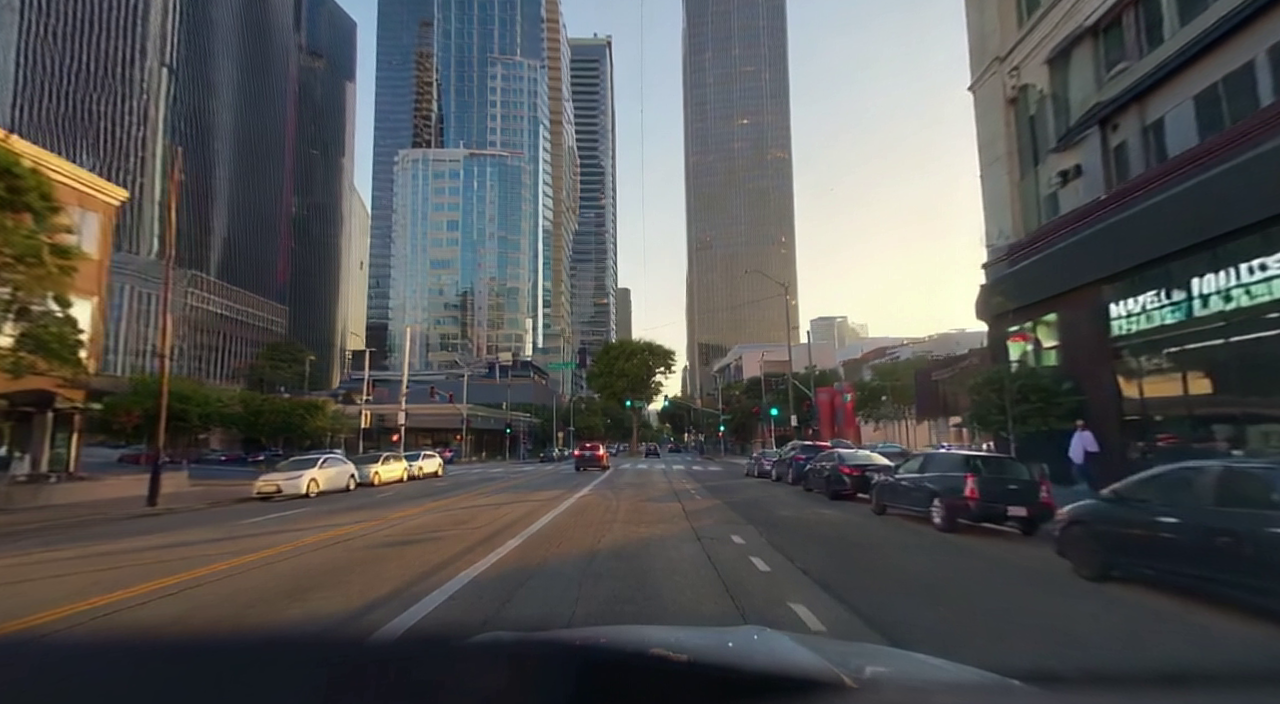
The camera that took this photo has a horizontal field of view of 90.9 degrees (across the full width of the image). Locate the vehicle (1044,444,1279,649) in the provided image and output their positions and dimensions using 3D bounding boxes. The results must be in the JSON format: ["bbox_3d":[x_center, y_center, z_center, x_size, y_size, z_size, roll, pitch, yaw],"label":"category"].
[{"bbox_3d":[5.786,1.511,4.979,1.994,1.511,4.788,1,-8,-1],"label":"vehicle"}]

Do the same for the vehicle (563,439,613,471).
[{"bbox_3d":[-2.537,5.205,31.978,2.014,1.480,4.780,0,-8,2],"label":"vehicle"}]

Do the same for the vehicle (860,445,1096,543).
[{"bbox_3d":[5.949,2.507,11.906,1.967,1.460,4.558,0,-8,1],"label":"vehicle"}]

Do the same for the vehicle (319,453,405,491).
[{"bbox_3d":[-12.039,5.201,27.677,1.808,1.475,4.550,0,-8,-2],"label":"vehicle"}]

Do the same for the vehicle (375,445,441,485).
[{"bbox_3d":[-12.028,5.821,32.952,1.890,1.781,4.331,-4,-8,-2],"label":"vehicle"}]

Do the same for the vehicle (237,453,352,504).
[{"bbox_3d":[-12.098,4.426,22.439,1.845,1.493,4.107,-2,-8,-1],"label":"vehicle"}]
